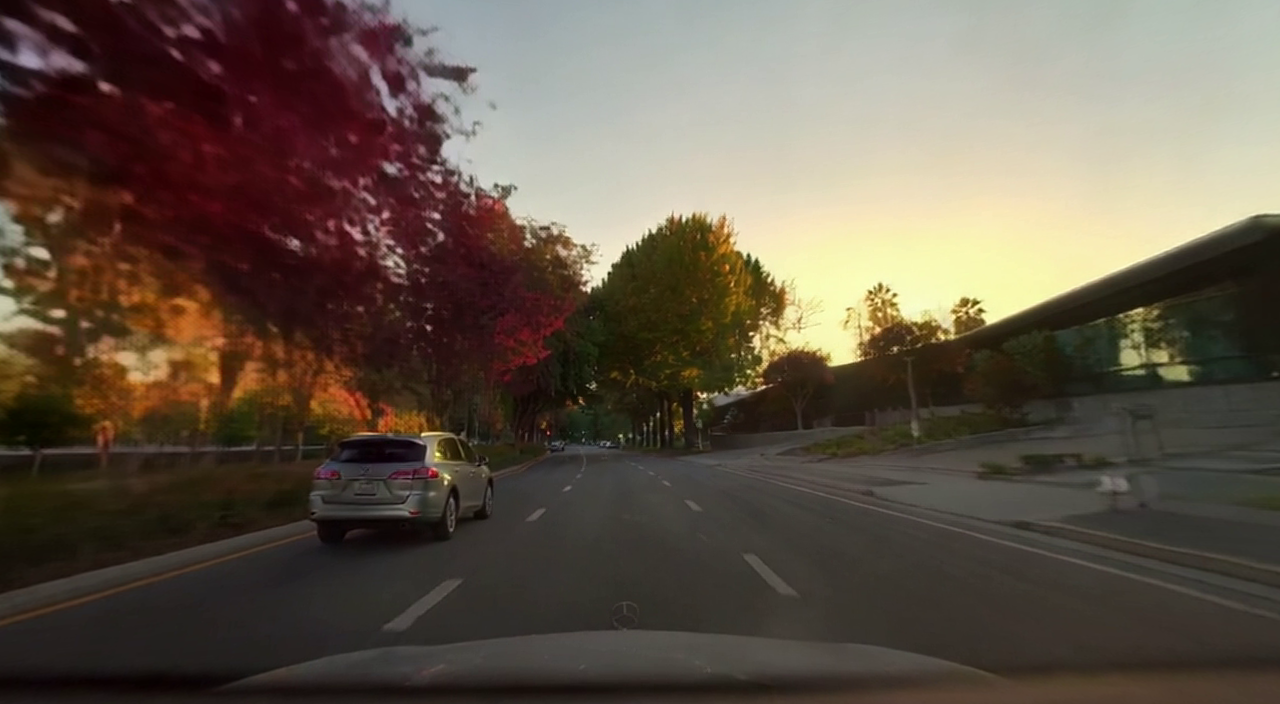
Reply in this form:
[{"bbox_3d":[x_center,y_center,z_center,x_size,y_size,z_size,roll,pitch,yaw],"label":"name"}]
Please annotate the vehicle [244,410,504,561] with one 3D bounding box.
[{"bbox_3d":[-3.534,1.850,9.566,2.067,1.700,4.561,0,-8,-2],"label":"vehicle"}]
